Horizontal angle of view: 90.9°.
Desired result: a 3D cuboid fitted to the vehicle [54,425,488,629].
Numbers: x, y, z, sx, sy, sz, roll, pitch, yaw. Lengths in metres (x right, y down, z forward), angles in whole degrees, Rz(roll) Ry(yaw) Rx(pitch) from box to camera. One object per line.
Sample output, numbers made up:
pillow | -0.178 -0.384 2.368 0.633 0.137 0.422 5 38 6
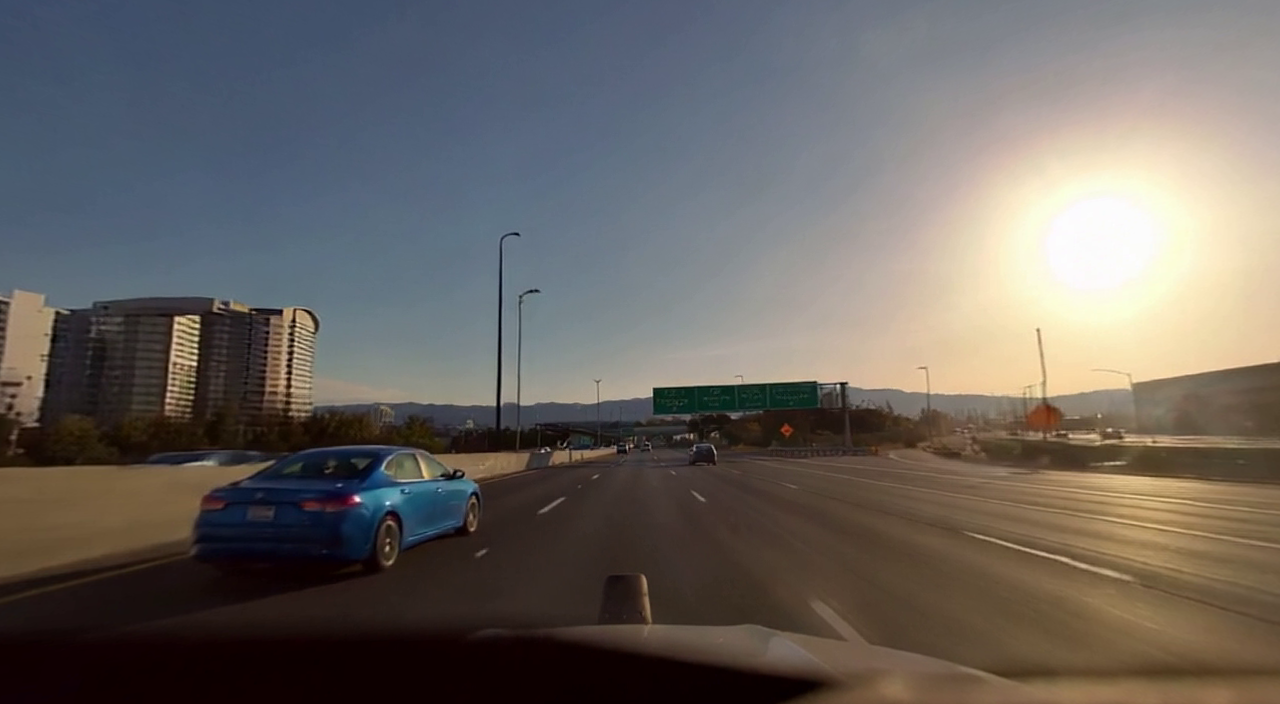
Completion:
vehicle | -3.348 1.663 7.141 1.979 1.505 4.705 0 -9 2

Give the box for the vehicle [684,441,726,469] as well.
vehicle | 3.704 6.024 36.935 1.949 1.515 4.374 0 -9 -1
